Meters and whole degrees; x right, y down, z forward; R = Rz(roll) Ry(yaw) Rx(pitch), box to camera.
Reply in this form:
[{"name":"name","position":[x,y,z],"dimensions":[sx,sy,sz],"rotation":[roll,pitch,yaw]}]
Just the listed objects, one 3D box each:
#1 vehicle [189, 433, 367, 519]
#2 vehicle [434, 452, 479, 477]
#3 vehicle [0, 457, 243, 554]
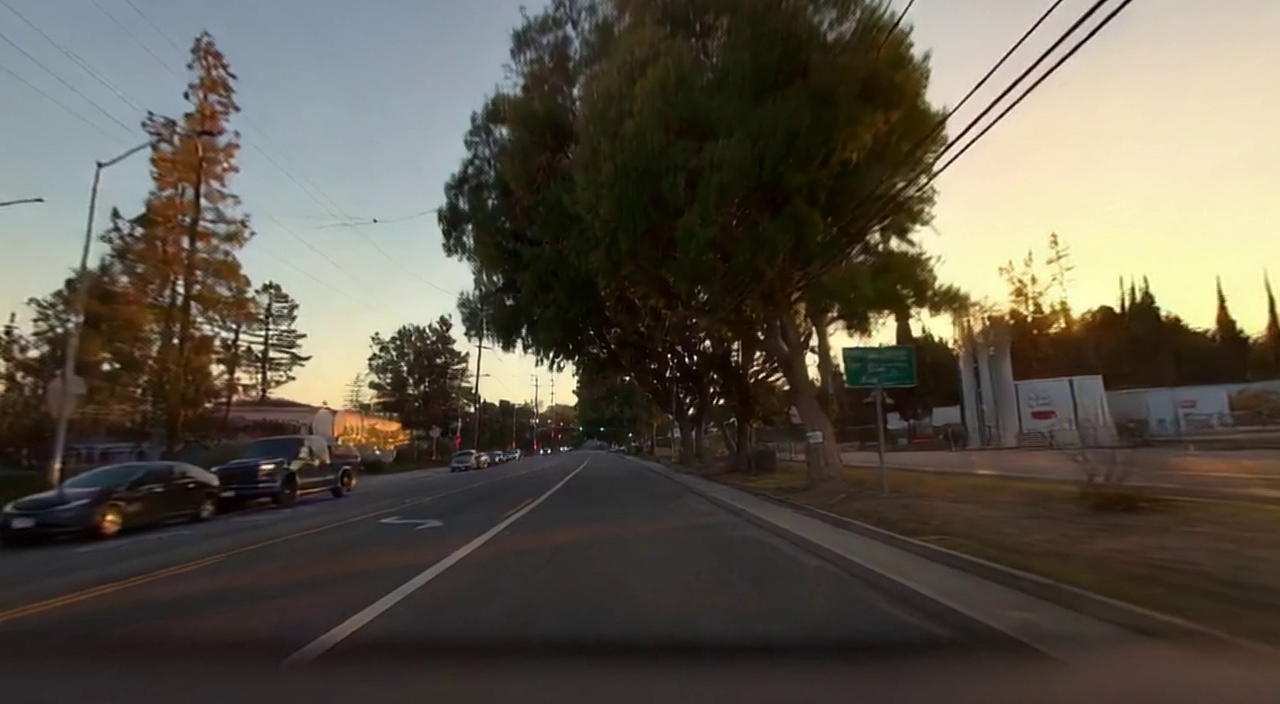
[{"name":"vehicle","position":[-10.356,3.590,18.825],"dimensions":[2.210,2.025,5.665],"rotation":[-2,-9,-3]},{"name":"vehicle","position":[-11.800,7.214,40.804],"dimensions":[1.939,1.502,4.398],"rotation":[1,-9,-5]},{"name":"vehicle","position":[-10.209,2.867,12.531],"dimensions":[1.842,1.461,4.568],"rotation":[0,-9,-3]}]
